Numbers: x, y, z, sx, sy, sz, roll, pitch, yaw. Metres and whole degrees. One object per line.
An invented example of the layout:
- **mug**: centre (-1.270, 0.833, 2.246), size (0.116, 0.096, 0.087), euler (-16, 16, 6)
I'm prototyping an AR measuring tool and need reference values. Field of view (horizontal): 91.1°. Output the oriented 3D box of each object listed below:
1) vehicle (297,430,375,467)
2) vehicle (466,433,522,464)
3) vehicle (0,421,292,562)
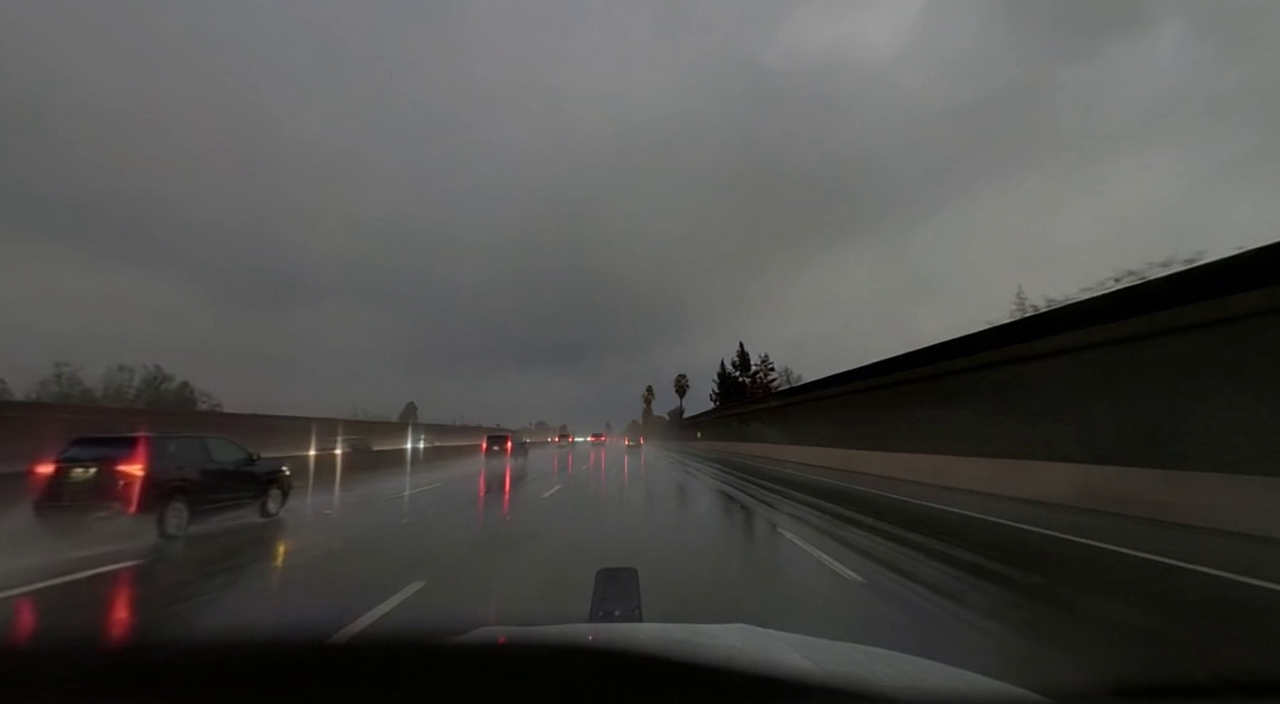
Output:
- **vehicle**: centre (-16.470, 5.215, 34.339), size (1.939, 1.878, 4.695), euler (0, -8, -1)
- **vehicle**: centre (-7.637, 5.072, 33.221), size (1.972, 1.532, 4.222), euler (0, -8, -1)
- **vehicle**: centre (-7.457, 1.839, 9.248), size (2.003, 1.523, 4.741), euler (0, -8, -1)
